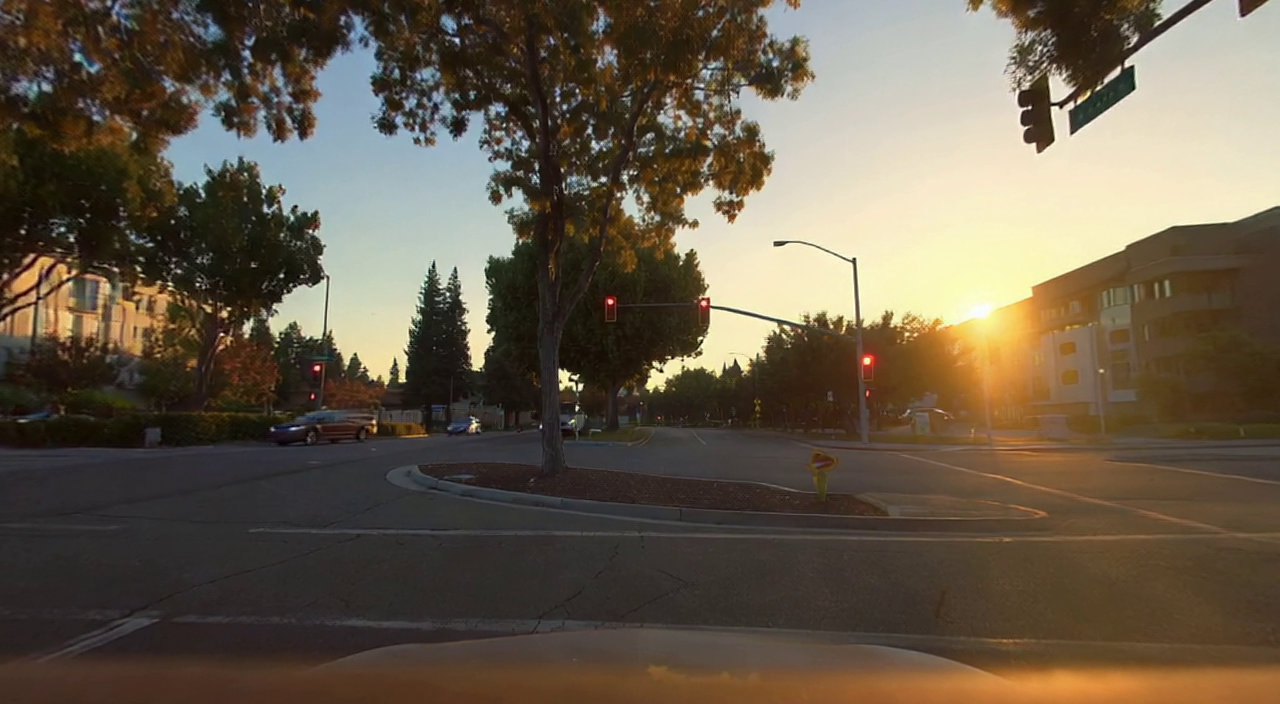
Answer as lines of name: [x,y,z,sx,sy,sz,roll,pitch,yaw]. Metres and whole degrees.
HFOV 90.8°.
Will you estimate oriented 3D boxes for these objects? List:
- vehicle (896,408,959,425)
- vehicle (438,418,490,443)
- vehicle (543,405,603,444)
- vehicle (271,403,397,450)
vehicle: [22.004,4.941,48.439,3.933,1.219,1.700,-1,-9,3]
vehicle: [-11.273,5.084,40.714,1.899,1.510,4.294,-1,-8,3]
vehicle: [-3.465,3.968,33.838,2.306,1.907,5.382,-1,-8,4]
vehicle: [-13.517,3.410,28.334,2.340,1.902,4.920,-2,-9,15]
